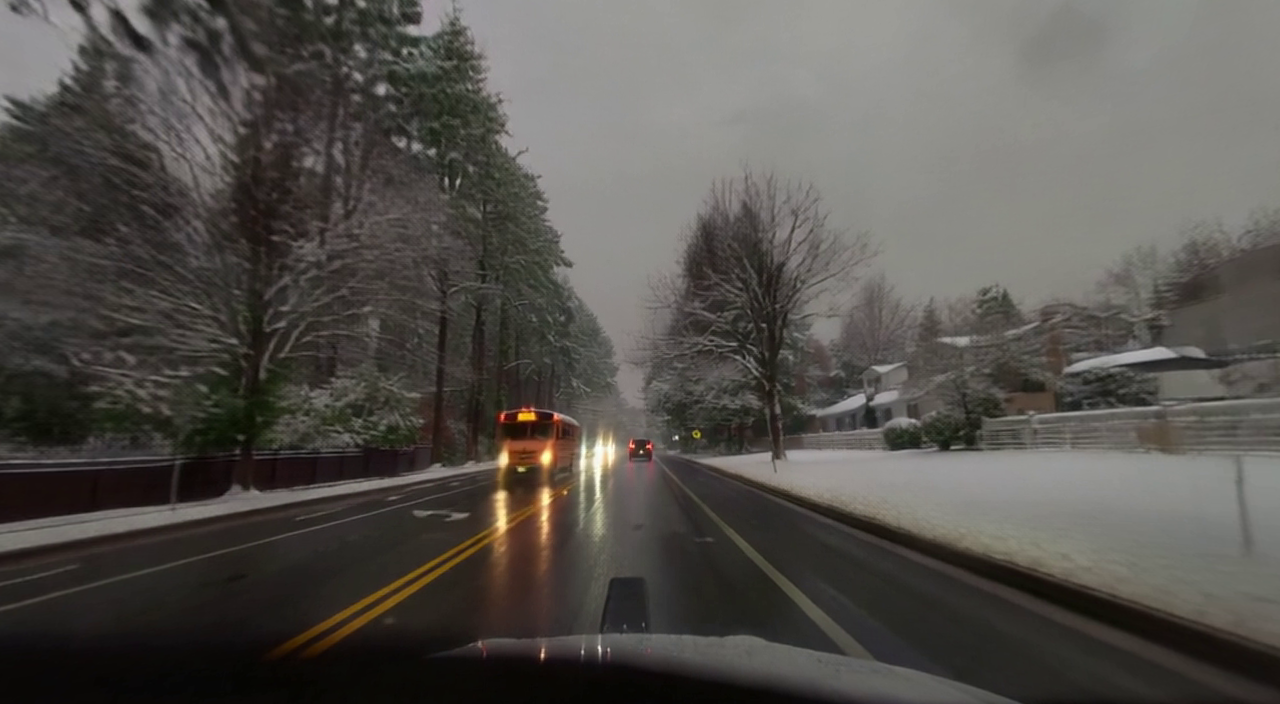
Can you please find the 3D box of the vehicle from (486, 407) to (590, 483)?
[{"bbox_3d":[-4.199,4.169,28.399,2.966,2.818,9.113,0,-8,1],"label":"vehicle"}]
